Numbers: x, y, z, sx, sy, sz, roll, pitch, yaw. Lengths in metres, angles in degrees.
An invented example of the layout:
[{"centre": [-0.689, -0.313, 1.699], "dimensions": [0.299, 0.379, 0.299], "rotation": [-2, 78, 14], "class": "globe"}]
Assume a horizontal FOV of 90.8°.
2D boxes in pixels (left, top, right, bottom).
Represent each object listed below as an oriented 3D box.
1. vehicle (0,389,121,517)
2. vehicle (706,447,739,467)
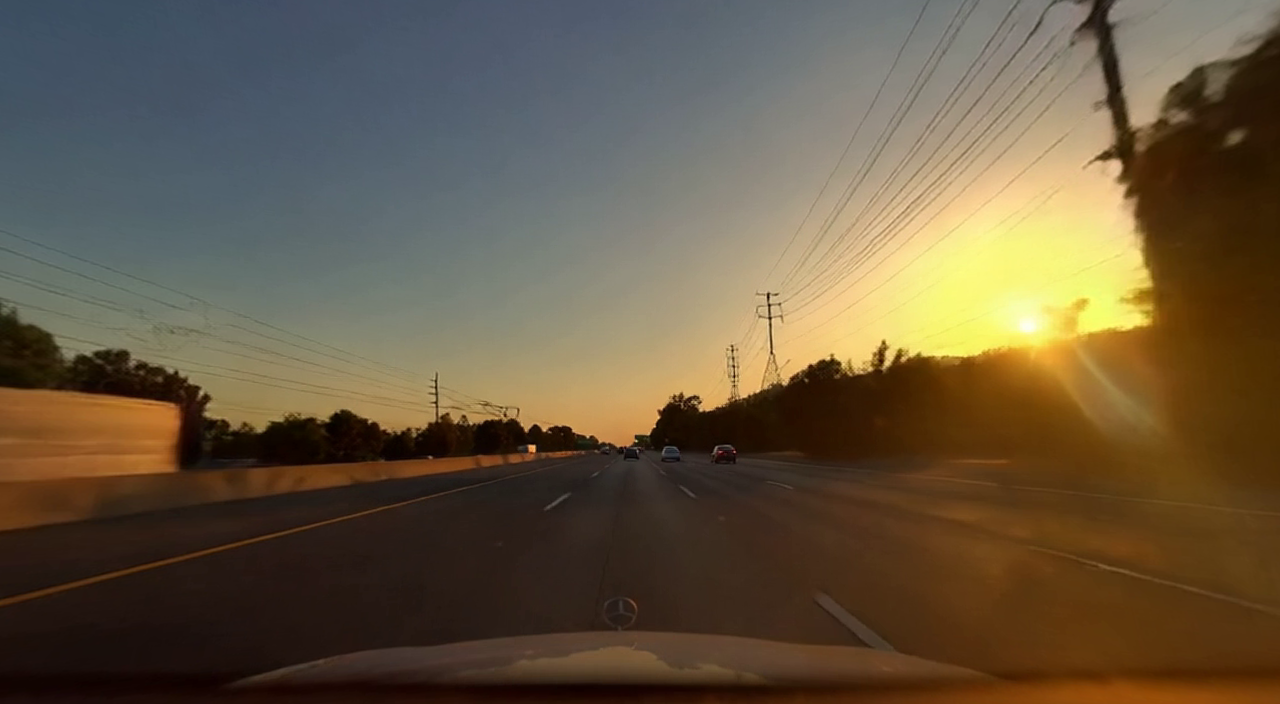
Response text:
[{"centre": [-18.987, 2.549, 15.795], "dimensions": [2.951, 3.477, 10.720], "rotation": [0, -9, -1], "class": "vehicle"}, {"centre": [6.340, 8.095, 48.940], "dimensions": [1.817, 1.440, 4.075], "rotation": [0, -9, -2], "class": "vehicle"}]
